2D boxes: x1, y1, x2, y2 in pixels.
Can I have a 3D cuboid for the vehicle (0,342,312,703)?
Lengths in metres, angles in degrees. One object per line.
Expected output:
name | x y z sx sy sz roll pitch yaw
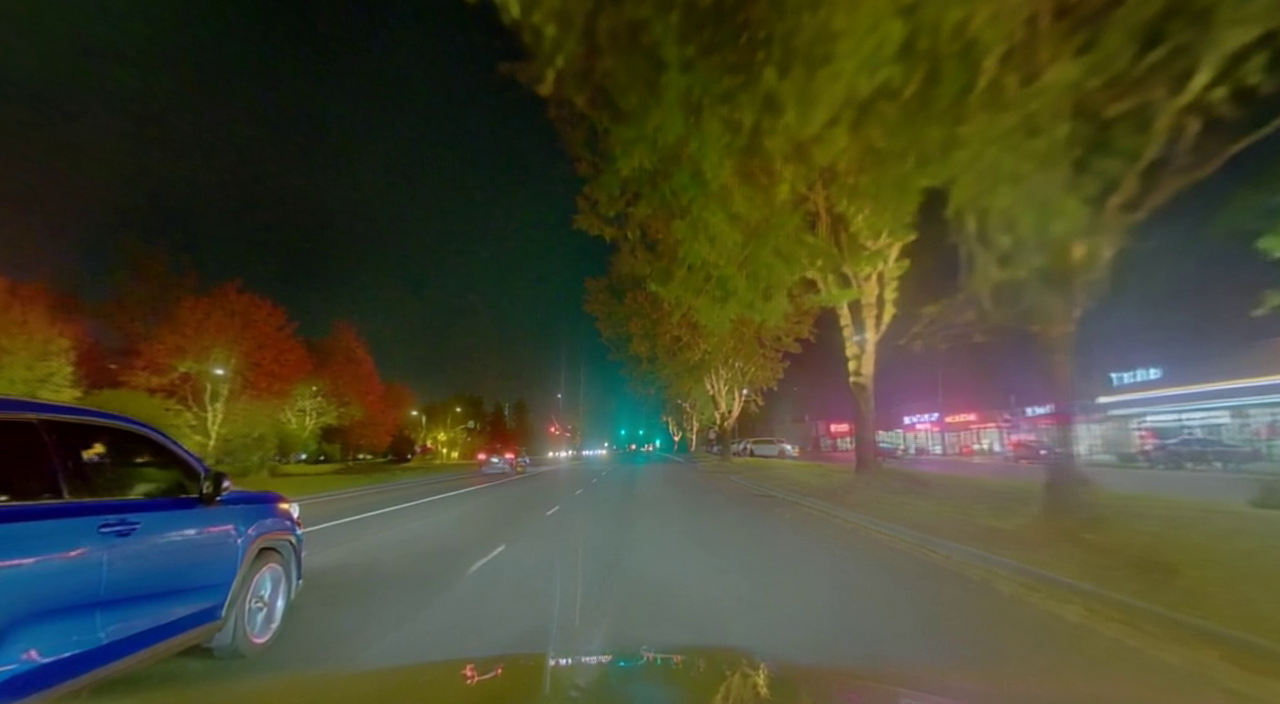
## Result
vehicle | -3.312 0.791 2.144 2.127 1.654 4.121 0 -8 0

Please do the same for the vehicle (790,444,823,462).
vehicle | 13.074 7.925 49.652 1.540 1.395 3.516 0 -8 -1

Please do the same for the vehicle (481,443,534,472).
vehicle | -7.426 5.944 35.750 1.990 1.483 4.410 0 -8 1

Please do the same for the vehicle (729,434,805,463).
vehicle | 8.891 6.739 44.161 5.031 1.951 2.184 -2 -9 15

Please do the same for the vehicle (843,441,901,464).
vehicle | 15.877 6.894 43.440 2.177 1.397 4.511 -2 -8 -1

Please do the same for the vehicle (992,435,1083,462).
vehicle | 26.669 6.455 42.596 2.672 1.580 5.933 -3 -7 5
